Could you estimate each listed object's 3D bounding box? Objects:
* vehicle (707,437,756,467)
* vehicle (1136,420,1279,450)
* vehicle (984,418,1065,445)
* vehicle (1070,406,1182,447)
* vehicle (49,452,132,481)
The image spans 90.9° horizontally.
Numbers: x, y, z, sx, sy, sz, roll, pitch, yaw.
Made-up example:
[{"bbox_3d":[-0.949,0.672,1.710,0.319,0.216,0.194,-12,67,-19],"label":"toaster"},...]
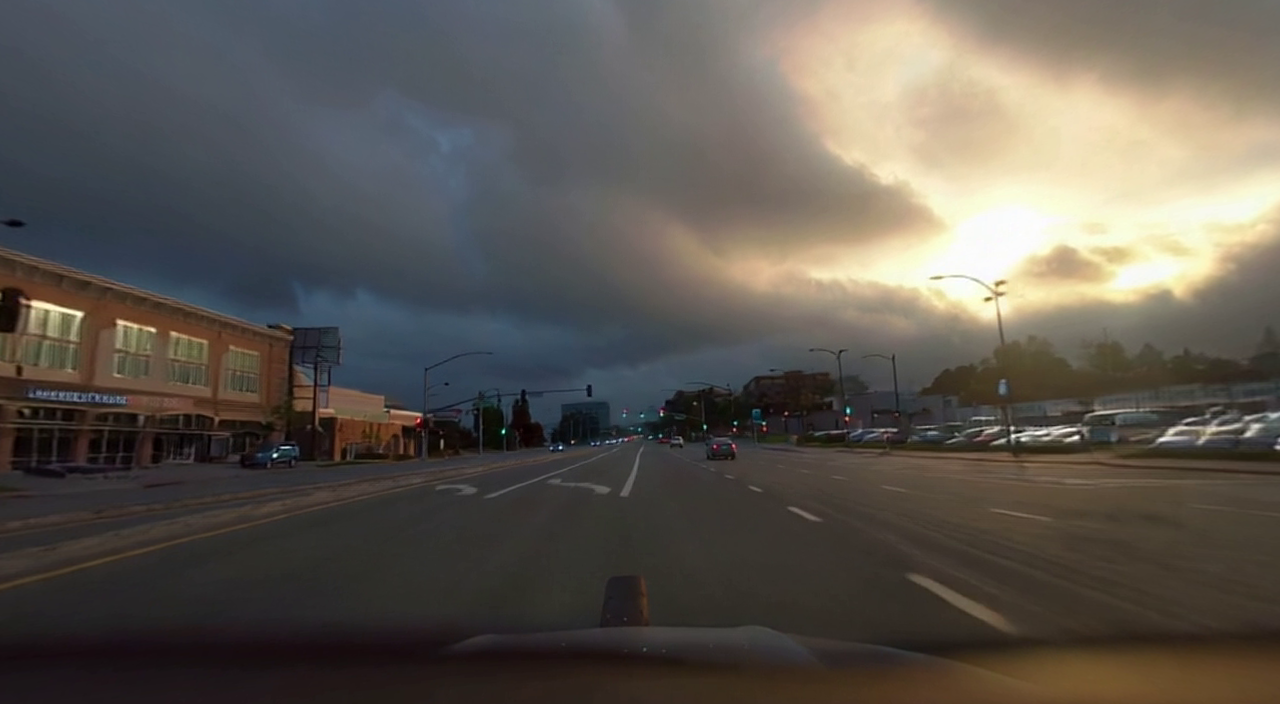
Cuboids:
[{"bbox_3d":[4.880,5.407,34.279,2.038,1.528,4.259,0,-8,0],"label":"vehicle"},{"bbox_3d":[27.037,3.429,26.326,2.870,1.165,10.713,-1,-8,-9],"label":"vehicle"},{"bbox_3d":[26.713,5.569,43.877,4.326,1.788,1.984,0,-8,-1],"label":"vehicle"},{"bbox_3d":[26.726,4.221,35.035,2.340,2.048,6.148,-2,-9,12],"label":"vehicle"},{"bbox_3d":[-33.727,7.000,38.840,1.781,1.590,3.853,0,-8,-4],"label":"vehicle"}]
